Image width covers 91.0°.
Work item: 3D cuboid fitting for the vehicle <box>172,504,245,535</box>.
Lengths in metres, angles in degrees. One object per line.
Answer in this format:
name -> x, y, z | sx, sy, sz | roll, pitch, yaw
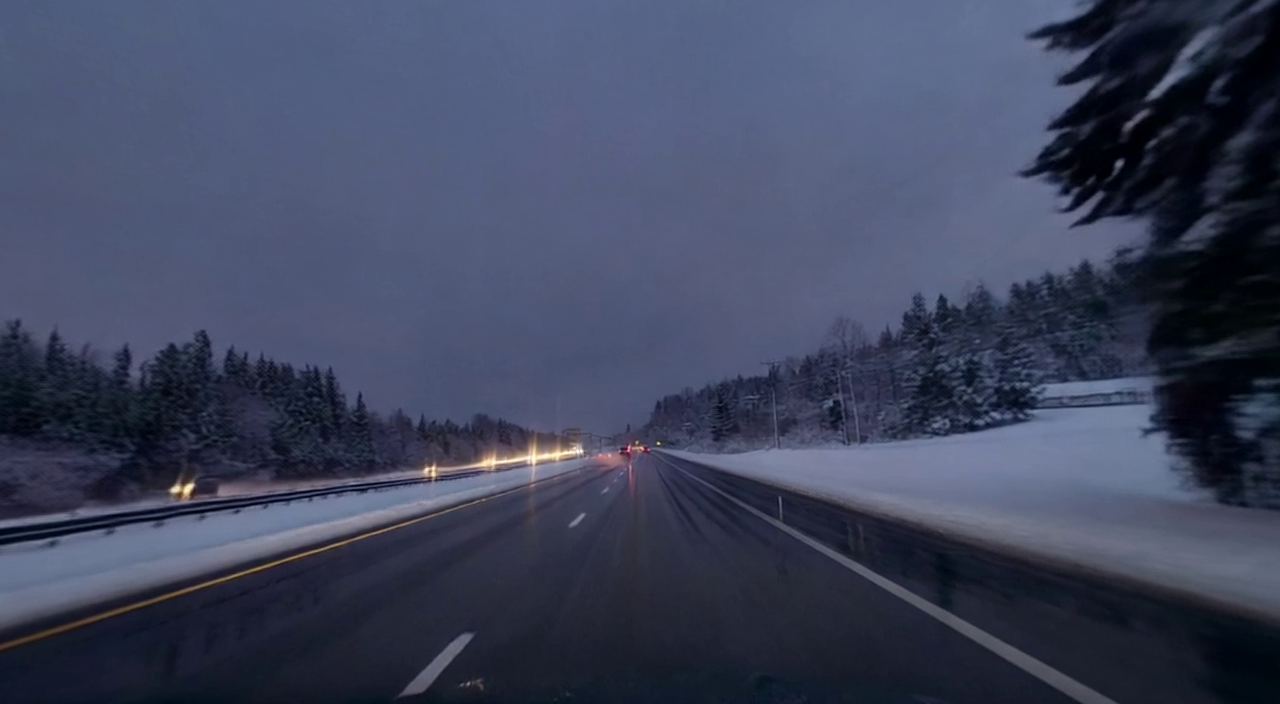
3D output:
vehicle -> -30.136, 11.703, 44.143 | 1.775, 1.530, 4.579 | -1, -9, 2
